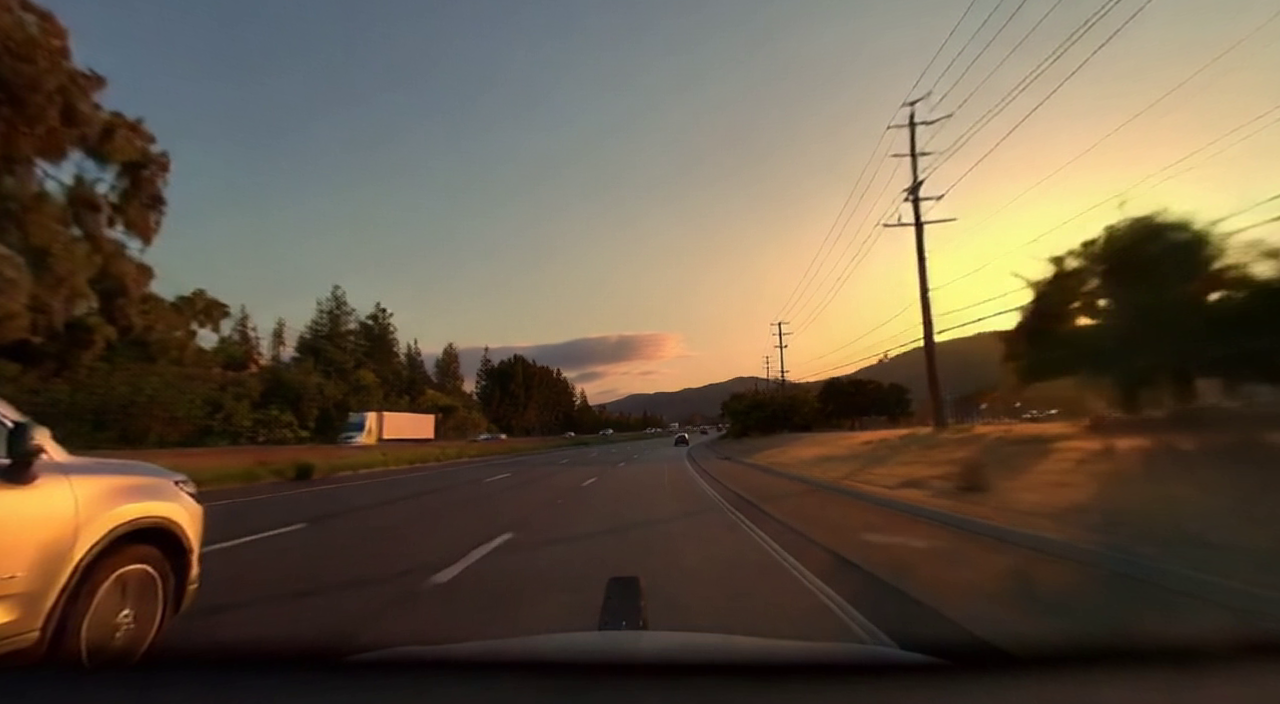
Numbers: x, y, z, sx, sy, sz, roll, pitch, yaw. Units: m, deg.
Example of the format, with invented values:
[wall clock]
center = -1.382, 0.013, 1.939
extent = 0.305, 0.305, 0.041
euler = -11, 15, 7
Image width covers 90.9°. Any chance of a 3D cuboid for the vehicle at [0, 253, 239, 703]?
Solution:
[vehicle]
center = -3.455, 0.447, 1.105
extent = 2.136, 1.975, 5.037
euler = 0, -8, 0
